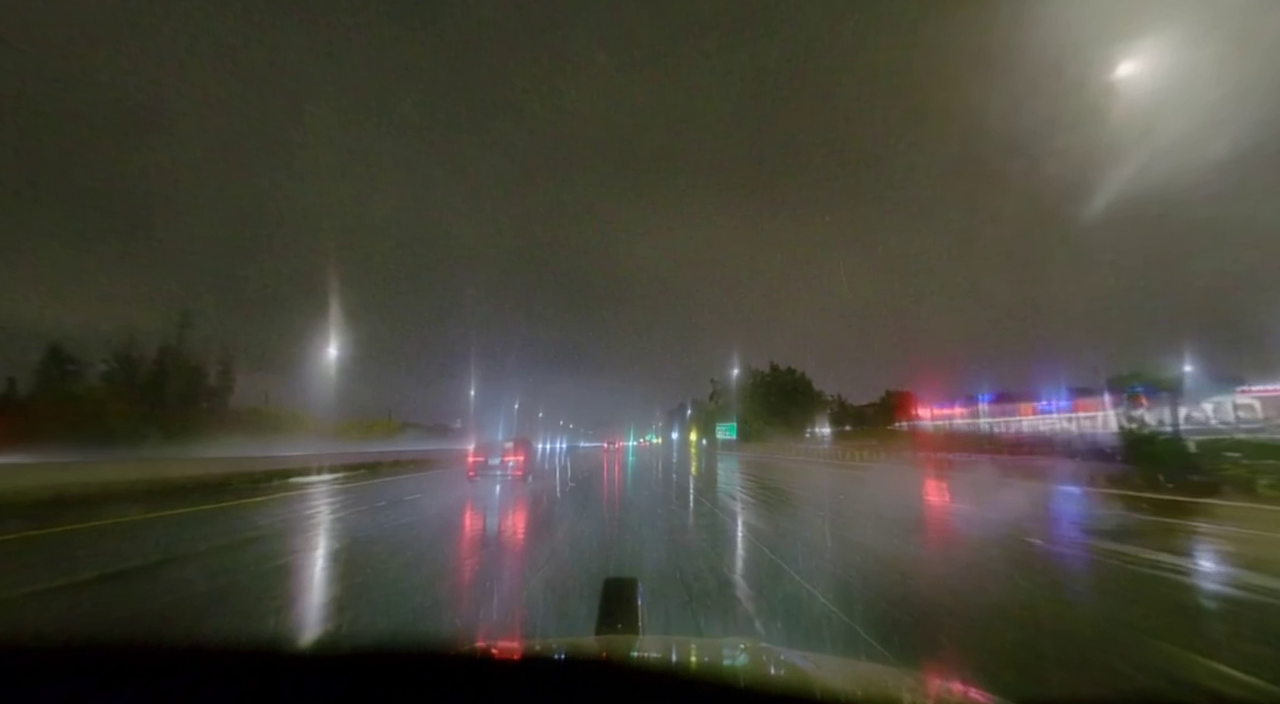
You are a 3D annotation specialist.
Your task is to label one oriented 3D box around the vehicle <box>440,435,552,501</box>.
[{"bbox_3d":[-3.647,3.011,16.866,1.939,1.508,4.272,0,-8,1],"label":"vehicle"}]
